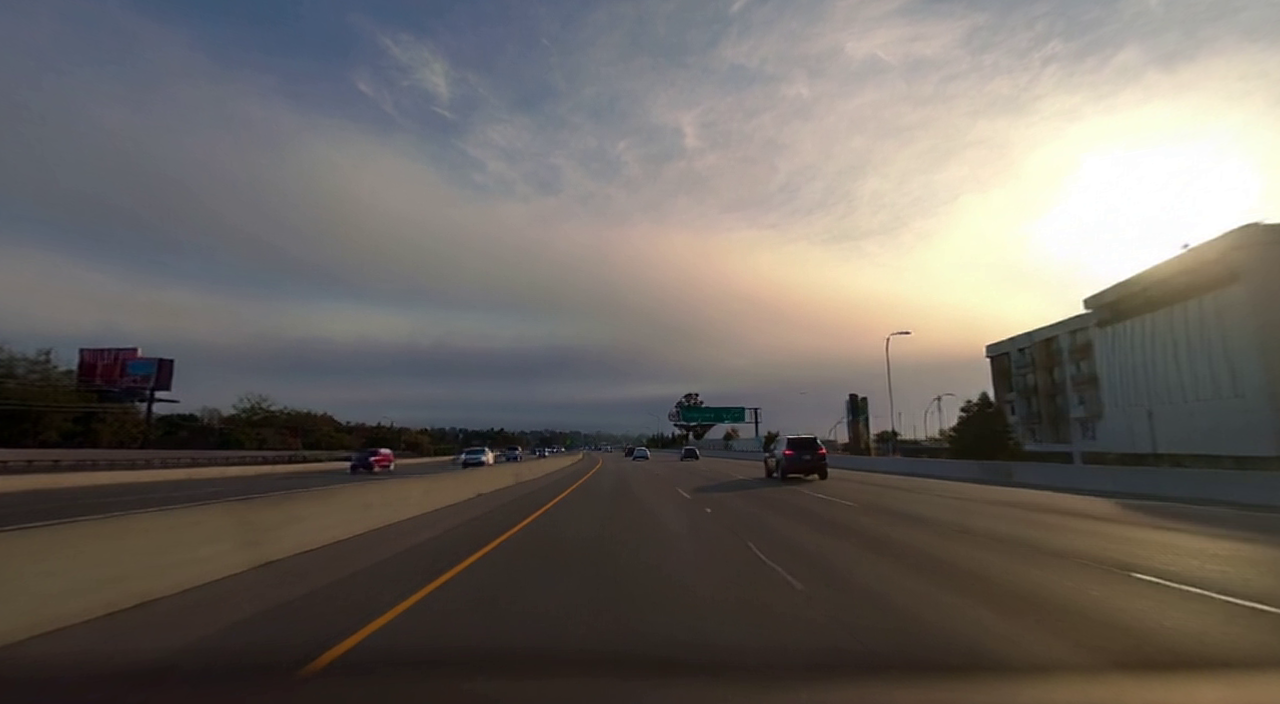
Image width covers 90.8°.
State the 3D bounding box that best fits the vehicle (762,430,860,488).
[{"bbox_3d":[6.282,4.011,23.945,2.181,1.952,4.973,0,-9,-2],"label":"vehicle"}]
